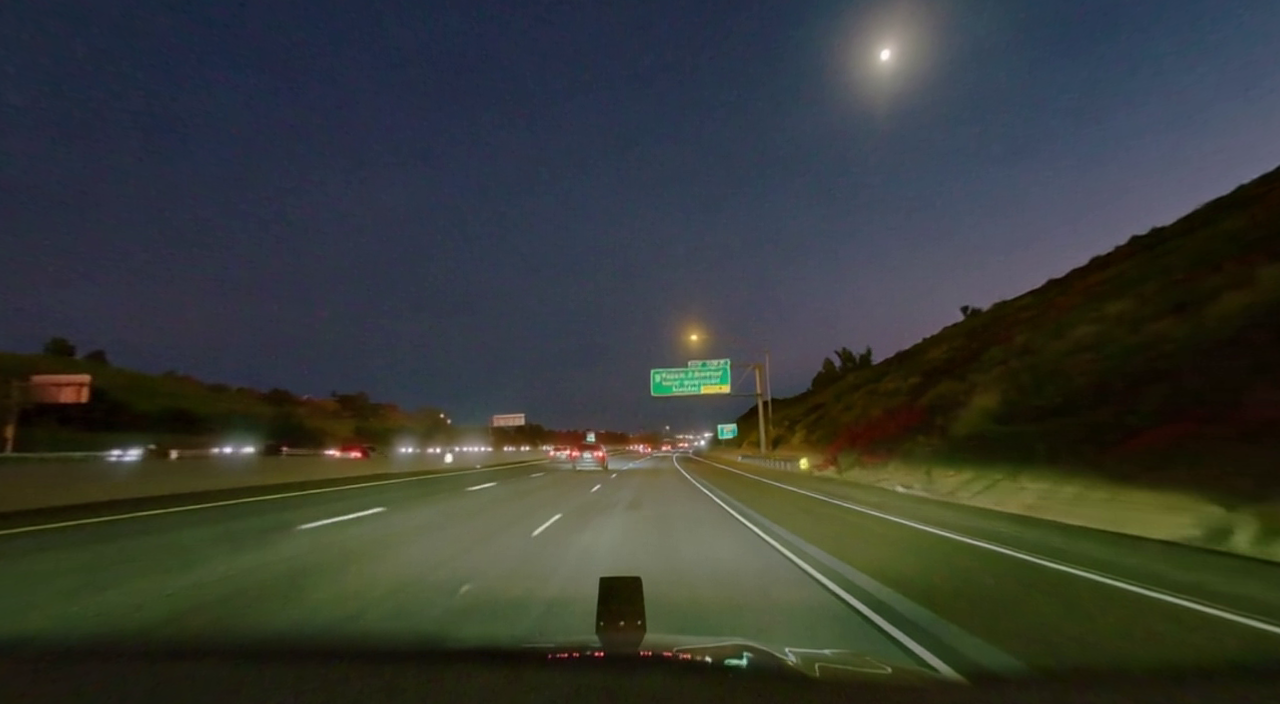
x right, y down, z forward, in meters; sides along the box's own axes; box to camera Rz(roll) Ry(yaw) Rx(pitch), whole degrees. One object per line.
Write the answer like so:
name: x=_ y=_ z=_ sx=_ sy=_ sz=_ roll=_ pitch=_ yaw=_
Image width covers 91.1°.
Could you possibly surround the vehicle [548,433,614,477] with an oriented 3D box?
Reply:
vehicle: x=-2.658 y=4.826 z=29.604 sx=2.413 sy=1.896 sz=5.218 roll=0 pitch=-9 yaw=2
